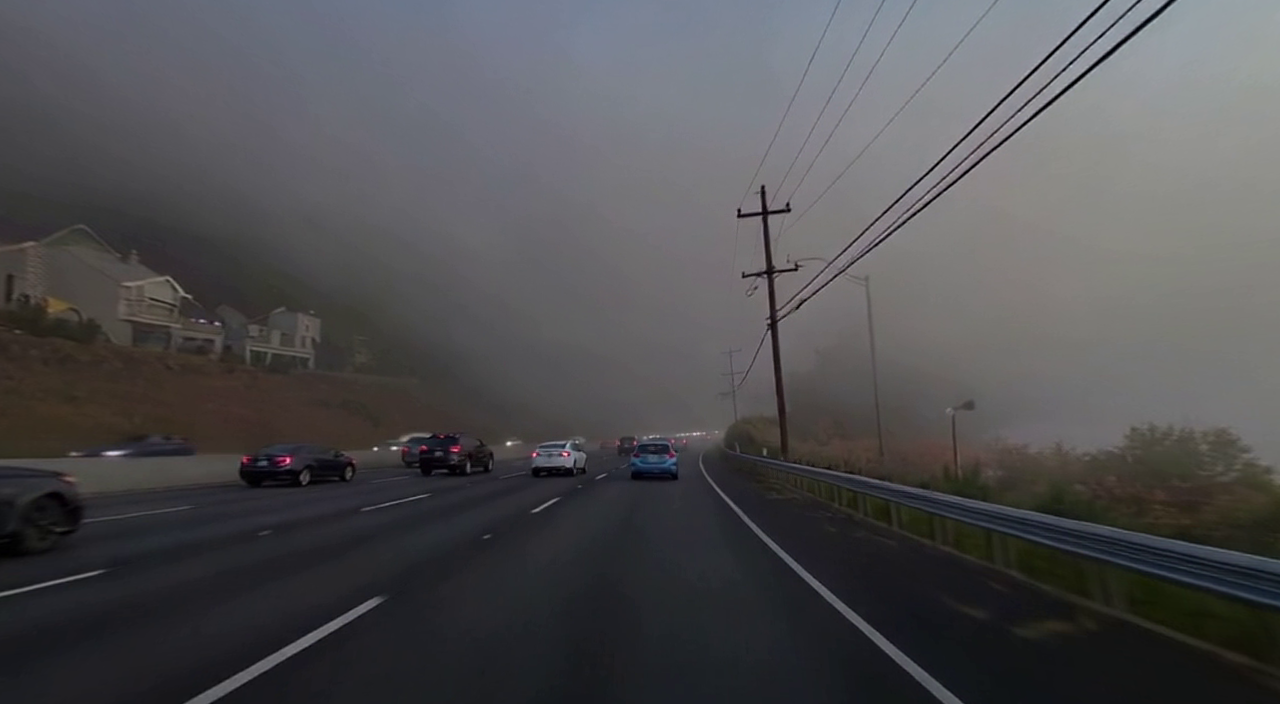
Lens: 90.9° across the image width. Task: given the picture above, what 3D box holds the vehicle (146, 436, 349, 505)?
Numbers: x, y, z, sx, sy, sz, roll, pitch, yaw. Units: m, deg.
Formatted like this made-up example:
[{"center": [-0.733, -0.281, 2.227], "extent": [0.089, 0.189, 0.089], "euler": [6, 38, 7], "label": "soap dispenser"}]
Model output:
[{"center": [-9.618, 2.905, 16.000], "extent": [1.959, 1.469, 4.450], "euler": [-1, -8, 6], "label": "vehicle"}]

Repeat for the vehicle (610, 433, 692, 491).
[{"center": [0.386, 3.150, 18.425], "extent": [2.109, 1.495, 3.935], "euler": [-1, -8, 3], "label": "vehicle"}]

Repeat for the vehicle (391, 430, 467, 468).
[{"center": [-11.775, 5.474, 35.593], "extent": [2.105, 1.971, 4.868], "euler": [-1, -8, 7], "label": "vehicle"}]

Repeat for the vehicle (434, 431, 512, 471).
[{"center": [-8.125, 4.862, 31.160], "extent": [2.080, 1.833, 4.461], "euler": [-1, -8, 8], "label": "vehicle"}]

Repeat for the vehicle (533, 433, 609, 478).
[{"center": [-2.660, 4.126, 25.478], "extent": [2.121, 1.639, 4.383], "euler": [-1, -8, 6], "label": "vehicle"}]
